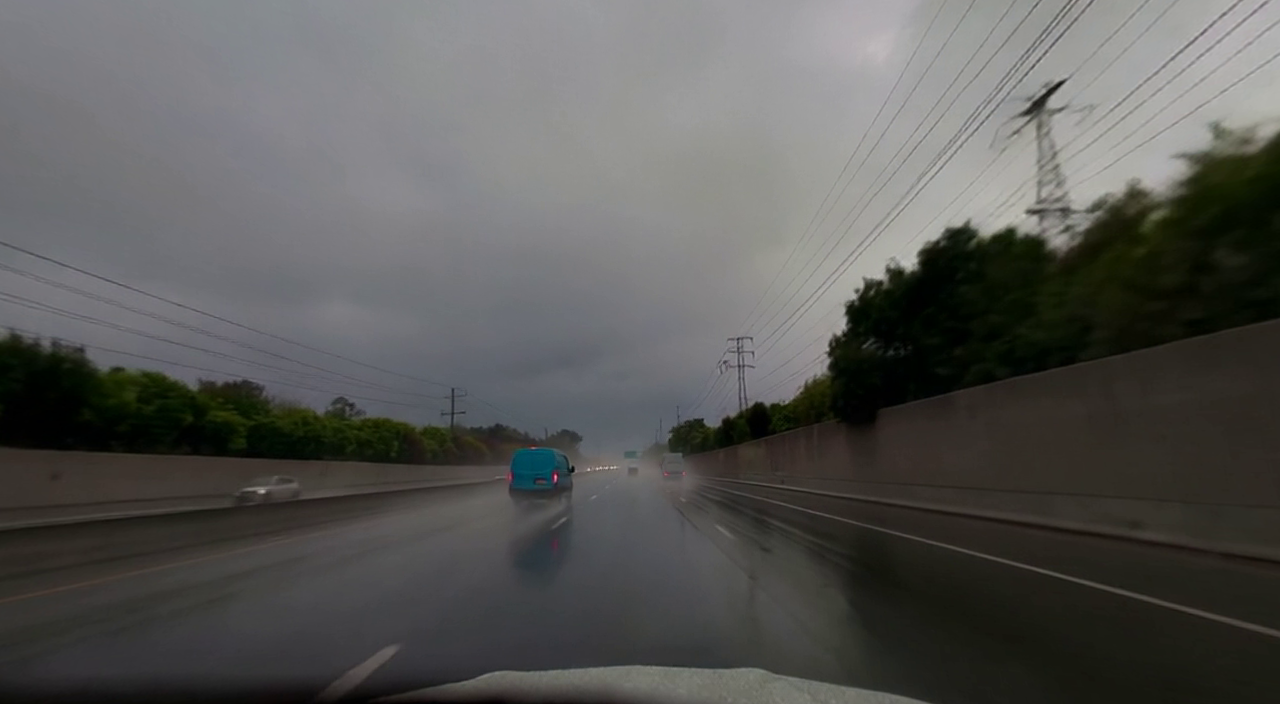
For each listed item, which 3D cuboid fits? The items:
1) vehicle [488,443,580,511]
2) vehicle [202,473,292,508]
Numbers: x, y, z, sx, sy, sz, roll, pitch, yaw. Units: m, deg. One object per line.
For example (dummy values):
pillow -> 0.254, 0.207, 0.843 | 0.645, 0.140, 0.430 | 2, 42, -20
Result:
vehicle -> -3.404, 4.199, 21.348 | 2.324, 2.008, 4.654 | 1, -11, 0
vehicle -> -21.054, 7.431, 34.042 | 1.913, 1.678, 4.537 | 1, -11, 0
